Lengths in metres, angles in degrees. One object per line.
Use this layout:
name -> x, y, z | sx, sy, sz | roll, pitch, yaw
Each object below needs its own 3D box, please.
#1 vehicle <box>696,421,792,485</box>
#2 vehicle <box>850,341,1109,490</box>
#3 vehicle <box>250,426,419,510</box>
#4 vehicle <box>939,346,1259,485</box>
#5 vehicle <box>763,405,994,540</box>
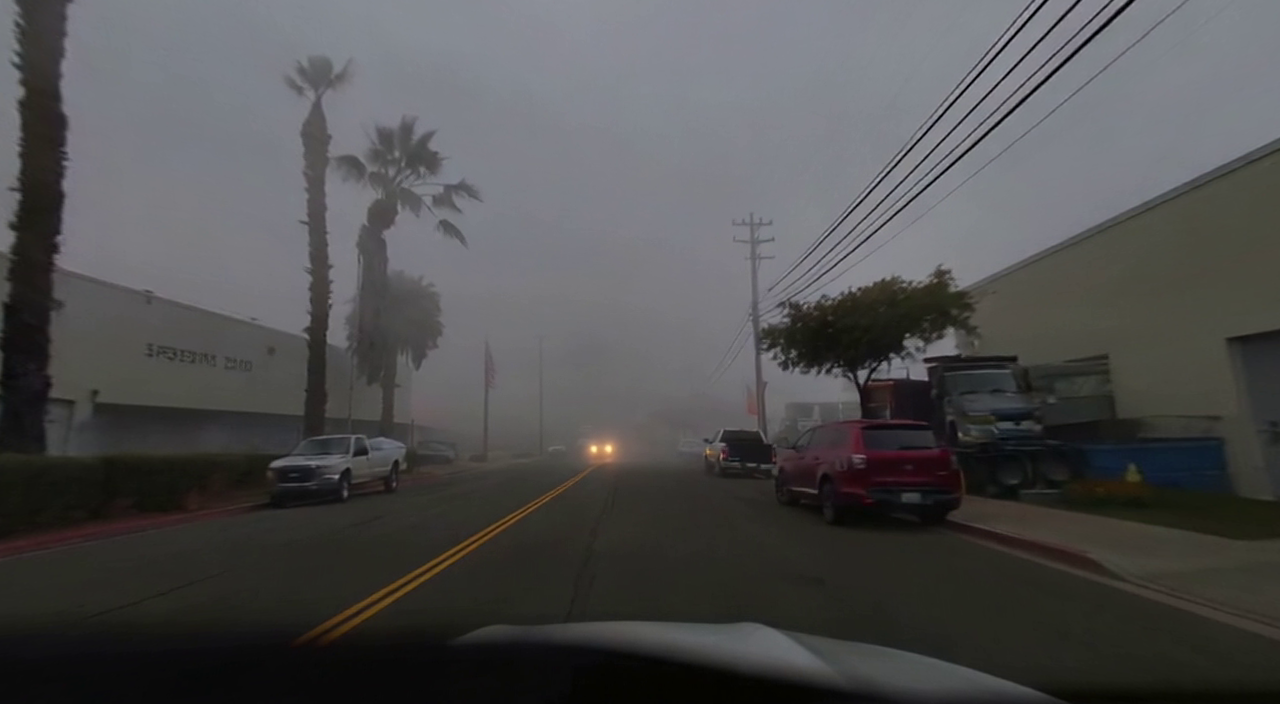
vehicle -> 3.524, 3.587, 22.818 | 2.345, 1.969, 6.070 | 0, -8, -1
vehicle -> 8.074, 1.776, 16.381 | 2.993, 3.033, 6.781 | -1, -8, 1
vehicle -> -8.093, 3.103, 17.476 | 2.105, 1.836, 5.338 | -2, -8, -1
vehicle -> 11.464, 1.913, 17.115 | 2.840, 2.807, 7.405 | -3, -9, -1
vehicle -> 3.701, 1.975, 10.995 | 2.098, 1.816, 4.709 | 0, -8, -1
